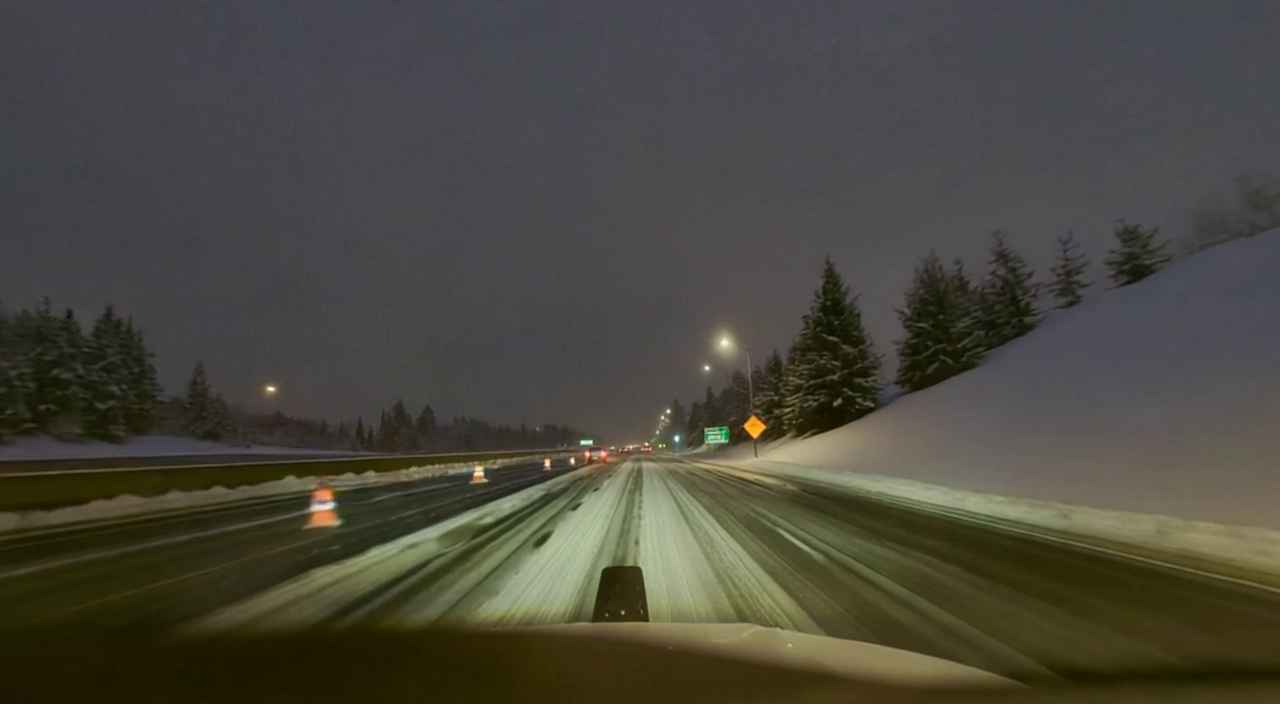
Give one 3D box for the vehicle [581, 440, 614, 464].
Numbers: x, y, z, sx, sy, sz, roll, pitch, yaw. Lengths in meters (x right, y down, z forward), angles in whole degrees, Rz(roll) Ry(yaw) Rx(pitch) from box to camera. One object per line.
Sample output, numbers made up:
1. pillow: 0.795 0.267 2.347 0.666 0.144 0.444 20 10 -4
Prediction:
1. vehicle: -3.036 7.224 45.331 2.078 1.629 4.059 -1 -9 1
